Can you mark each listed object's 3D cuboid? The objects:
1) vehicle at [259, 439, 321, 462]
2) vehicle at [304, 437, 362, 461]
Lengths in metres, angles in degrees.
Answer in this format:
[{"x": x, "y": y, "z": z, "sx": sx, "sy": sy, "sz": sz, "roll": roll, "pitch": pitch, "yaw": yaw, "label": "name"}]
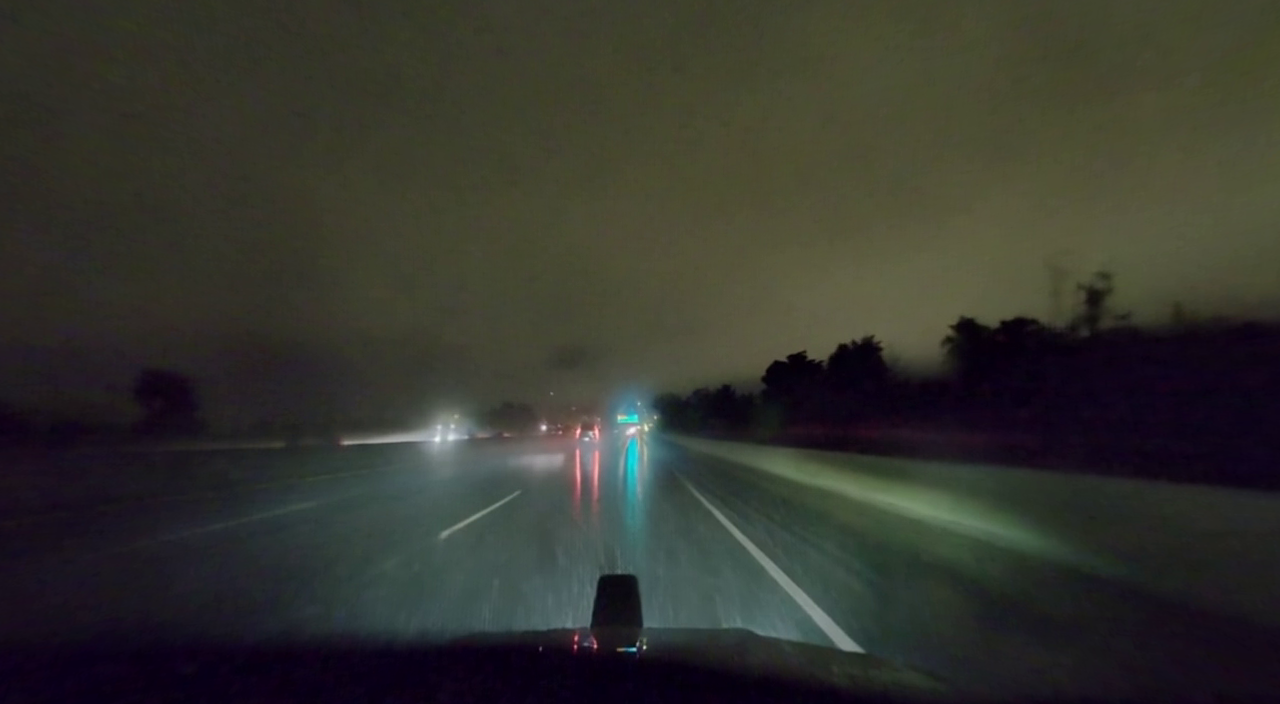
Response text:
[{"x": -24.034, "y": 6.744, "z": 43.319, "sx": 1.801, "sy": 1.488, "sz": 4.289, "roll": 0, "pitch": -8, "yaw": -1, "label": "vehicle"}, {"x": -20.165, "y": 6.376, "z": 41.453, "sx": 1.794, "sy": 1.485, "sz": 3.905, "roll": 0, "pitch": -8, "yaw": 0, "label": "vehicle"}]
